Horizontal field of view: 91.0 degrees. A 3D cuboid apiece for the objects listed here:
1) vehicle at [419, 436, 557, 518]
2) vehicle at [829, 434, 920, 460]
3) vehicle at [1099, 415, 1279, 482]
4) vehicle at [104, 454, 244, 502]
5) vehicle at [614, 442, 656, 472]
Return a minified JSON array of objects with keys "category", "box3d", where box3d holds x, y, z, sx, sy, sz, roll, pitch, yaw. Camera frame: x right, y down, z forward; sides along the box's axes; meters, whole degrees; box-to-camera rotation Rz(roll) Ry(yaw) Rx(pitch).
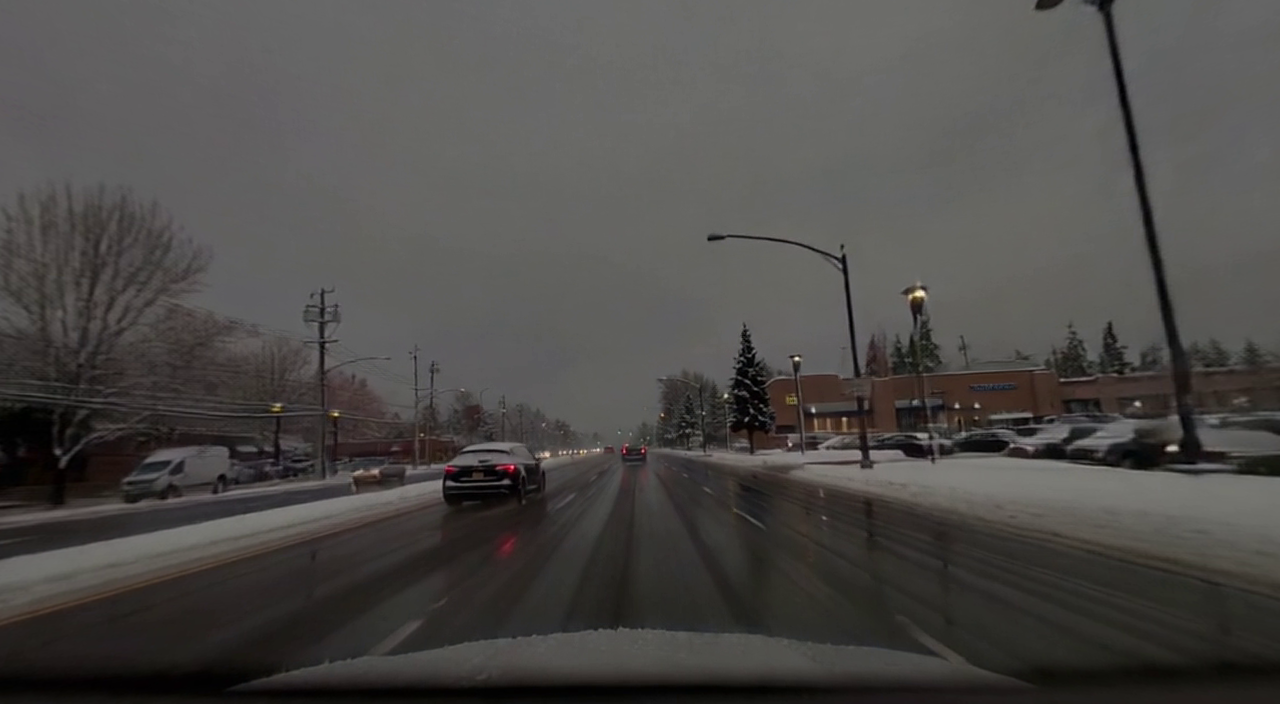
[{"category":"vehicle","box3d":[-3.133,2.662,13.960,1.939,1.496,4.309,0,-9,0]},{"category":"vehicle","box3d":[13.962,5.662,37.657,4.630,1.497,2.016,0,-9,0]},{"category":"vehicle","box3d":[14.468,2.401,15.748,4.307,1.552,2.063,0,-9,0]},{"category":"vehicle","box3d":[-23.106,6.205,31.684,2.416,2.082,6.190,0,-9,-2]},{"category":"vehicle","box3d":[-0.267,5.415,32.741,2.019,1.459,4.005,0,-9,-1]}]
